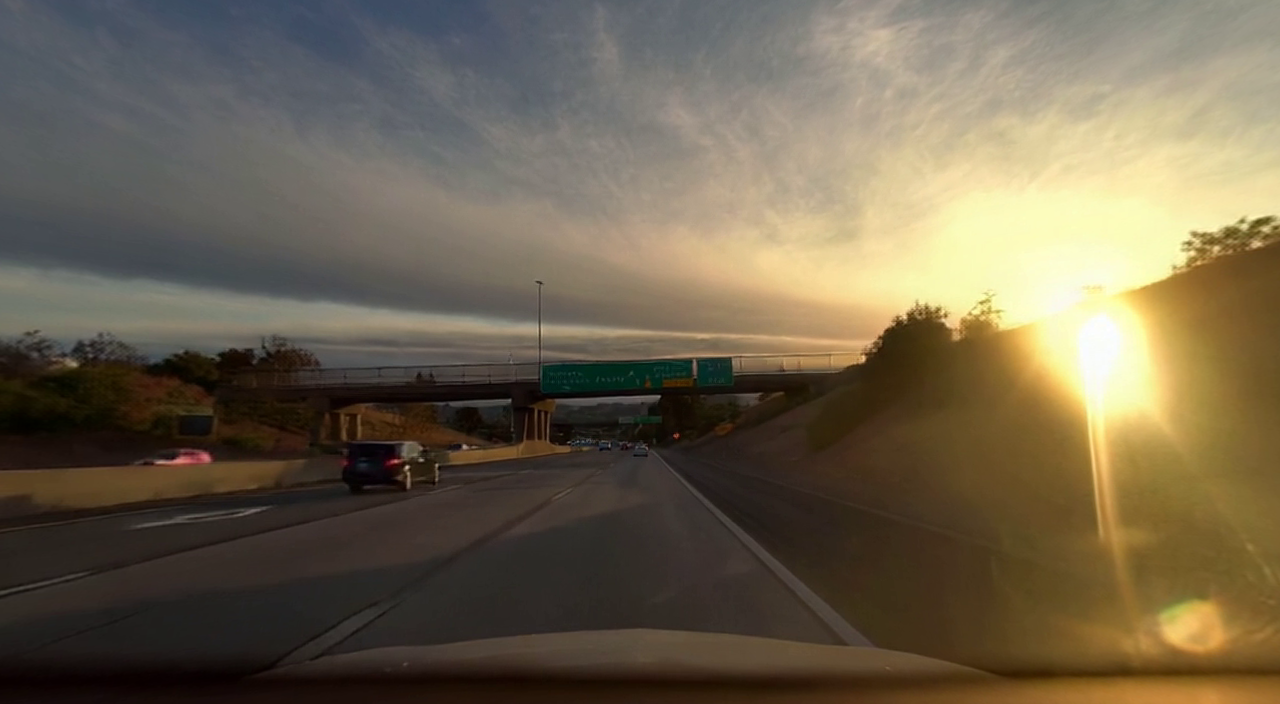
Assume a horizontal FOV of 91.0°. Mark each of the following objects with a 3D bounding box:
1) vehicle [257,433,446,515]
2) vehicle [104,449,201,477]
[{"bbox_3d":[-6.270,2.693,14.469,1.916,1.545,4.757,0,-8,2],"label":"vehicle"},{"bbox_3d":[-28.454,6.439,36.968,1.911,1.494,4.646,0,-8,1],"label":"vehicle"}]
